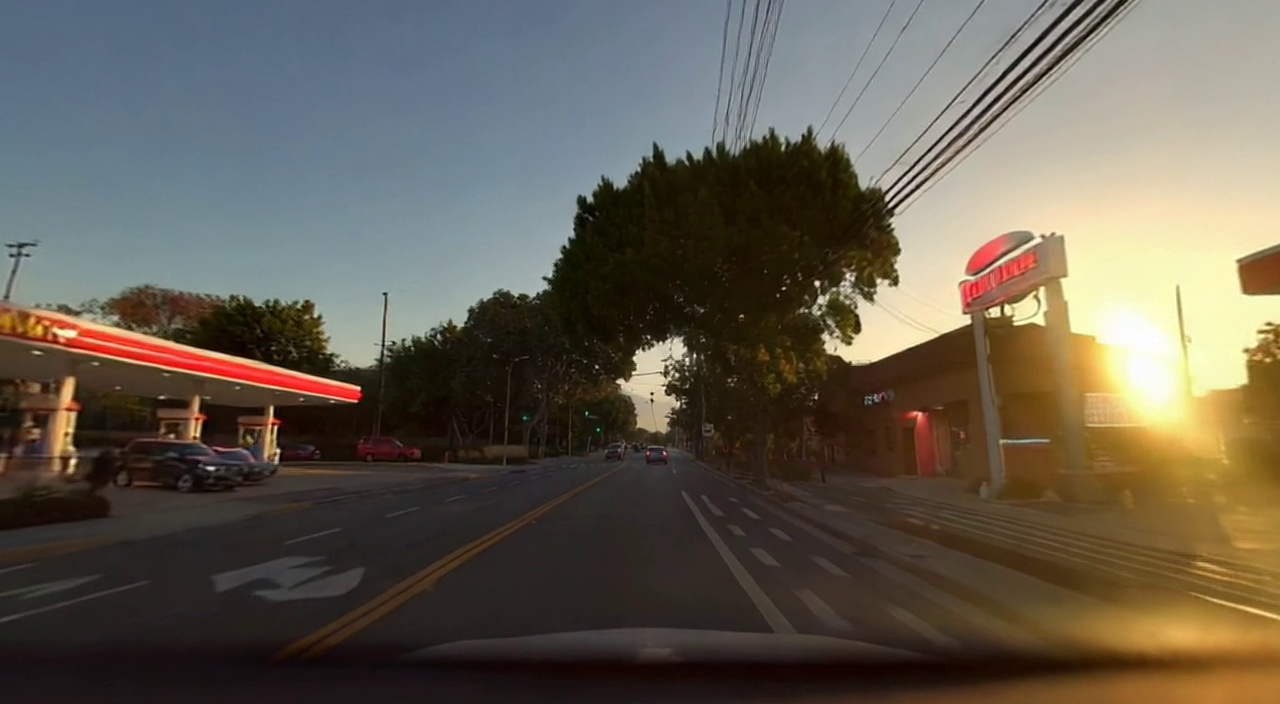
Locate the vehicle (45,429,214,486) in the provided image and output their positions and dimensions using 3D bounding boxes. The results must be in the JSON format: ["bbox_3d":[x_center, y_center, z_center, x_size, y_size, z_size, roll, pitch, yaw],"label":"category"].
[{"bbox_3d":[-16.883,3.490,21.243,1.928,1.708,4.344,0,-8,2],"label":"vehicle"}]

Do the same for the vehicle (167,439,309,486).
[{"bbox_3d":[-13.765,3.776,22.036,1.947,1.435,4.606,0,-8,-1],"label":"vehicle"}]
